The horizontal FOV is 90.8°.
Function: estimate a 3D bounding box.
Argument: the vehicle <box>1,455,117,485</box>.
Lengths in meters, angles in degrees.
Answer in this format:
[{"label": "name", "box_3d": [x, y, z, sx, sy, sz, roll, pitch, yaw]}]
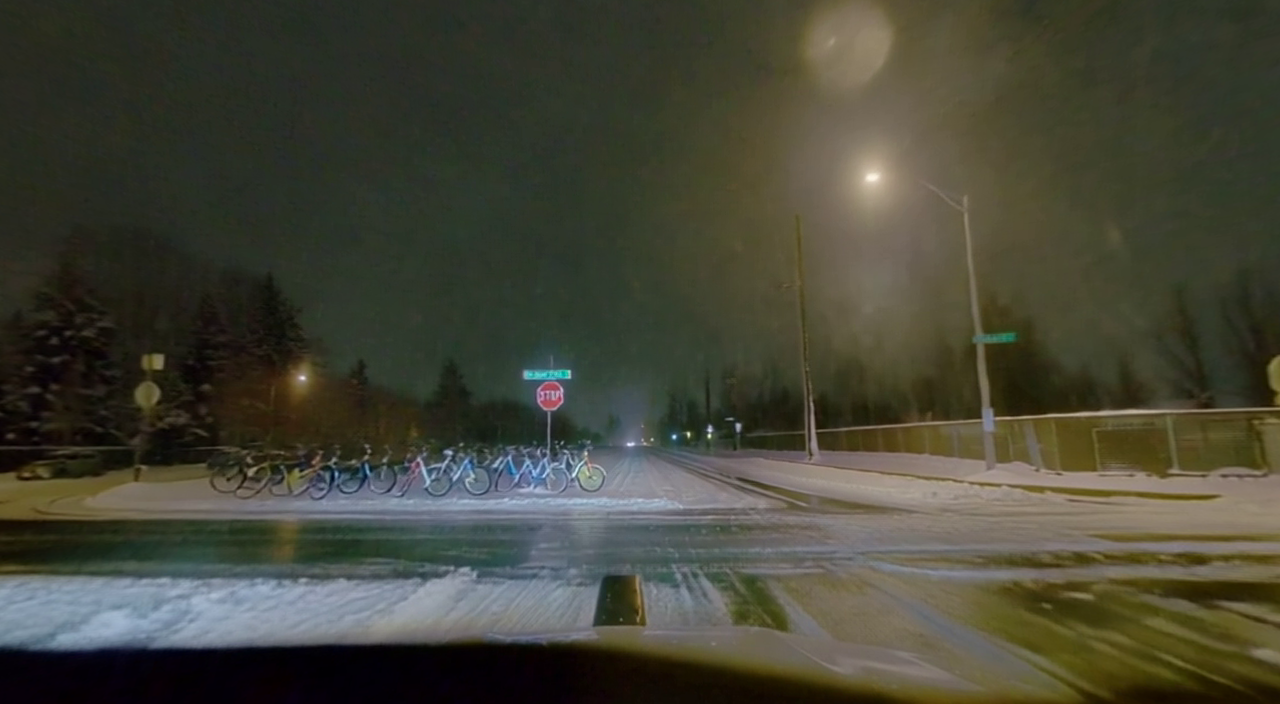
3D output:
[{"label": "vehicle", "box_3d": [-33.531, 6.806, 36.569, 4.569, 1.558, 1.903, 0, -9, -5]}]
